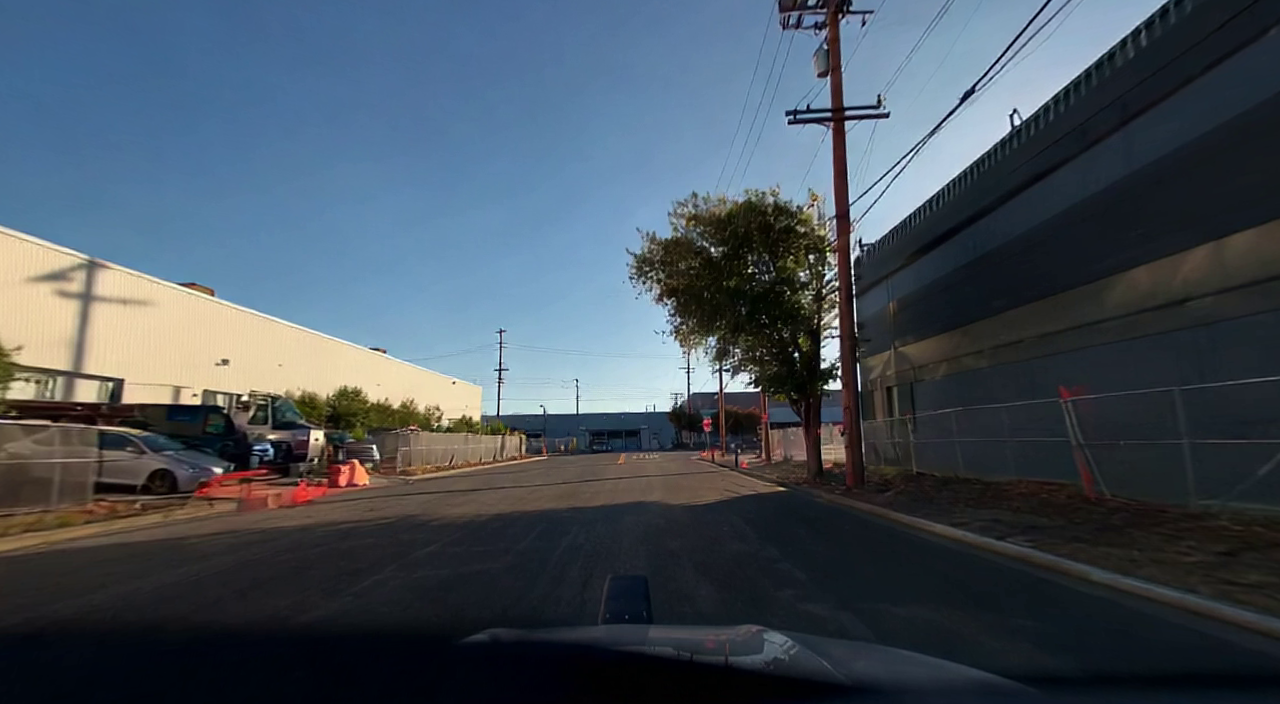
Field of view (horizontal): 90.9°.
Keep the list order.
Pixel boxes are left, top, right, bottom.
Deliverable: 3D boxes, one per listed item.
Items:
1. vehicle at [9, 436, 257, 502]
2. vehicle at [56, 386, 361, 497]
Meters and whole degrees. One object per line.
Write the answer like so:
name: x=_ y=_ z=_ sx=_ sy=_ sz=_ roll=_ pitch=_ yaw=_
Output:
vehicle: x=-12.697 y=2.948 z=16.041 sx=4.582 sy=1.487 sz=1.947 roll=1 pitch=-9 yaw=0
vehicle: x=-12.735 y=2.712 z=19.220 sx=6.887 sy=3.069 sz=3.065 roll=0 pitch=-8 yaw=-1
